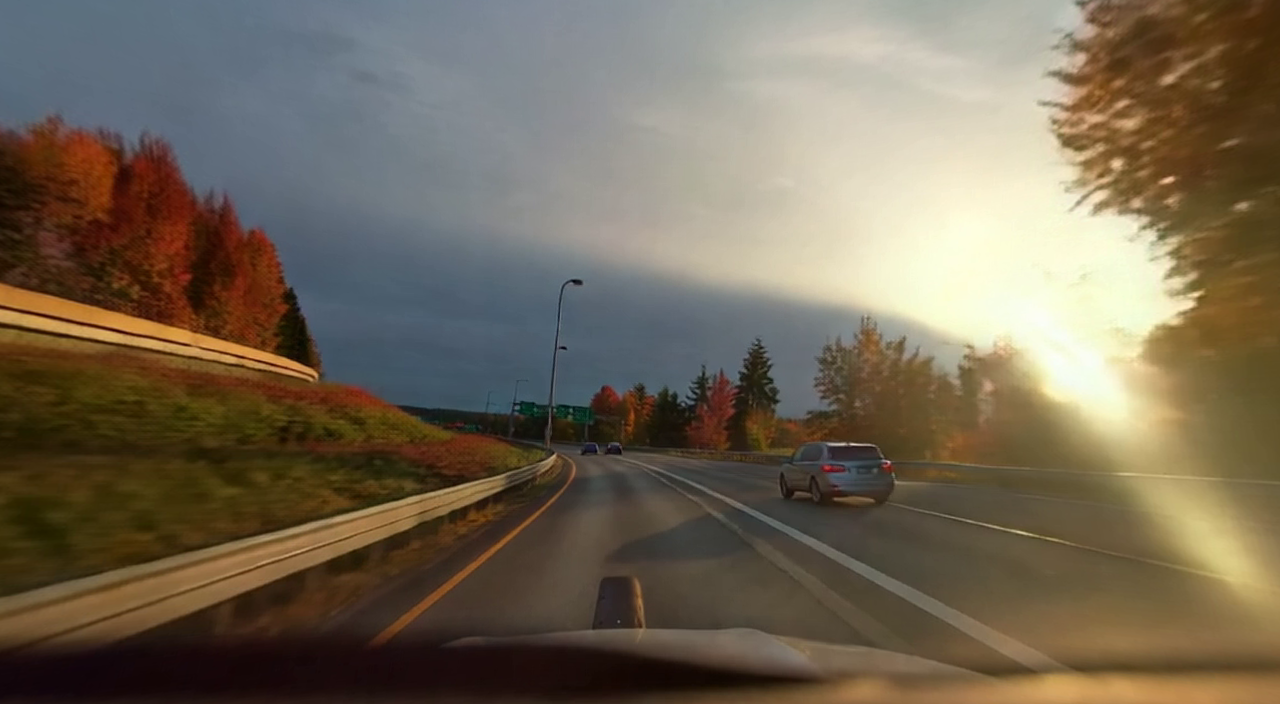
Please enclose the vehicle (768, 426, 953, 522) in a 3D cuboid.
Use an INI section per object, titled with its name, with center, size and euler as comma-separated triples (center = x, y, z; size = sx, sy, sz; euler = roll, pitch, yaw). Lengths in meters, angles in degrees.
[vehicle]
center = 4.052, 2.319, 12.367
size = 1.952, 1.536, 4.036
euler = 0, -9, -3
